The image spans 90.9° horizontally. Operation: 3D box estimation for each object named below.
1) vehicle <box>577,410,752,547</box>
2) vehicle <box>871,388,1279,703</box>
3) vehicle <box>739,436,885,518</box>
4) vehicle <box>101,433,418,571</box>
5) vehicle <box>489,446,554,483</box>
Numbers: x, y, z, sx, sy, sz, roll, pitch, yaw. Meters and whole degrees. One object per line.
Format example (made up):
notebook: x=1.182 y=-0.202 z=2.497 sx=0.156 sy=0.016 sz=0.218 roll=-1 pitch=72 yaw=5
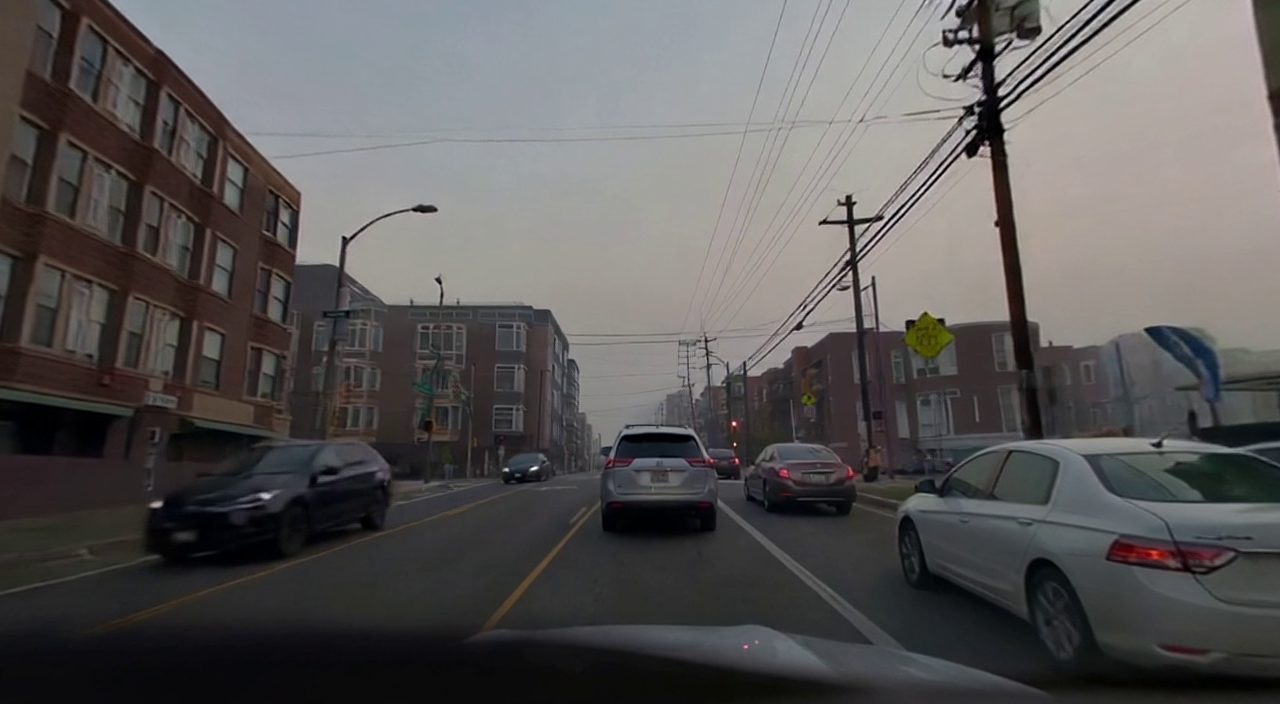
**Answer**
vehicle: x=0.310 y=1.917 z=10.153 sx=2.232 sy=1.736 sz=4.036 roll=0 pitch=-8 yaw=0
vehicle: x=3.382 y=1.226 z=4.571 sx=1.906 sy=1.578 sz=4.020 roll=0 pitch=-8 yaw=1
vehicle: x=3.437 y=2.578 z=13.521 sx=1.970 sy=1.452 sz=4.227 roll=0 pitch=-8 yaw=1
vehicle: x=-5.599 y=2.227 z=10.270 sx=2.215 sy=1.703 sz=4.614 roll=0 pitch=-8 yaw=1
vehicle: x=-5.374 y=5.167 z=29.204 sx=2.014 sy=1.538 sz=4.275 roll=-1 pitch=-8 yaw=2
